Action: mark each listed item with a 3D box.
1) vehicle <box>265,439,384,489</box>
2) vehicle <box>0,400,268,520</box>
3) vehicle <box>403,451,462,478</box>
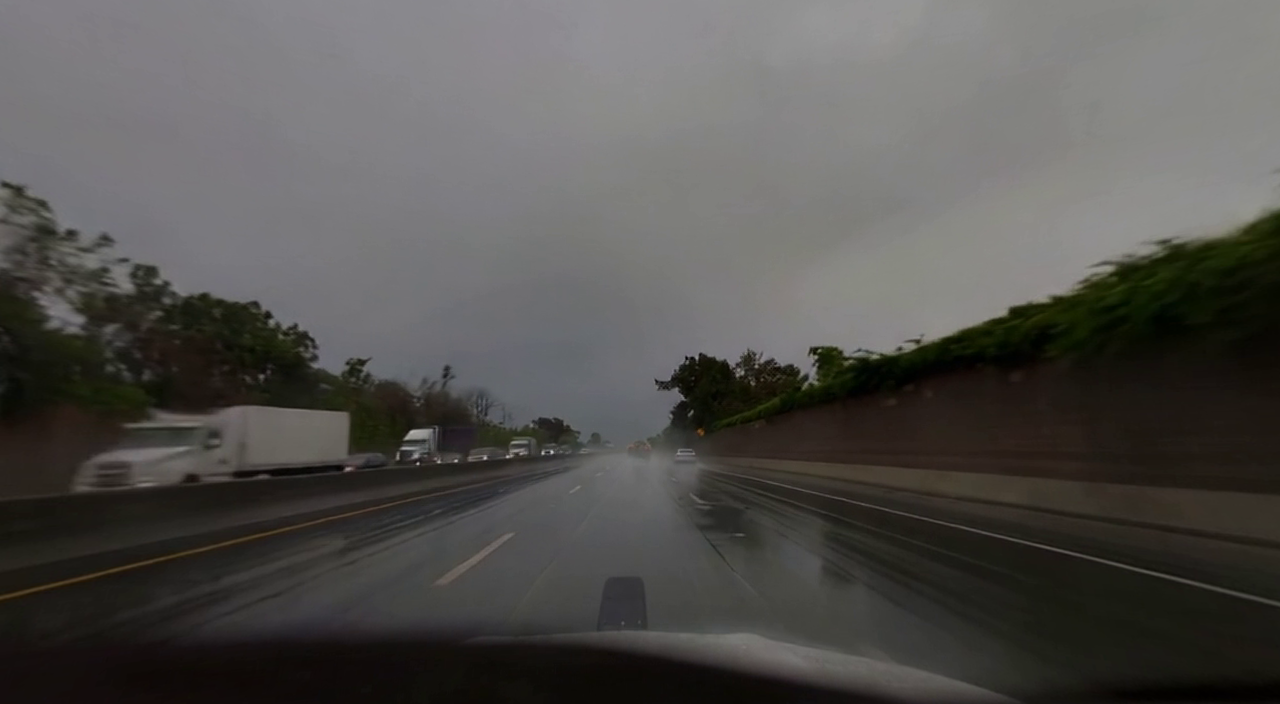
[{"bbox_3d":[-12.438,4.448,25.324,2.119,1.785,5.129,0,-9,-1],"label":"vehicle"},{"bbox_3d":[-11.660,2.491,14.870,2.282,2.273,5.443,0,-9,1],"label":"vehicle"},{"bbox_3d":[-11.801,6.420,36.128,1.917,1.422,4.406,0,-9,0],"label":"vehicle"}]
